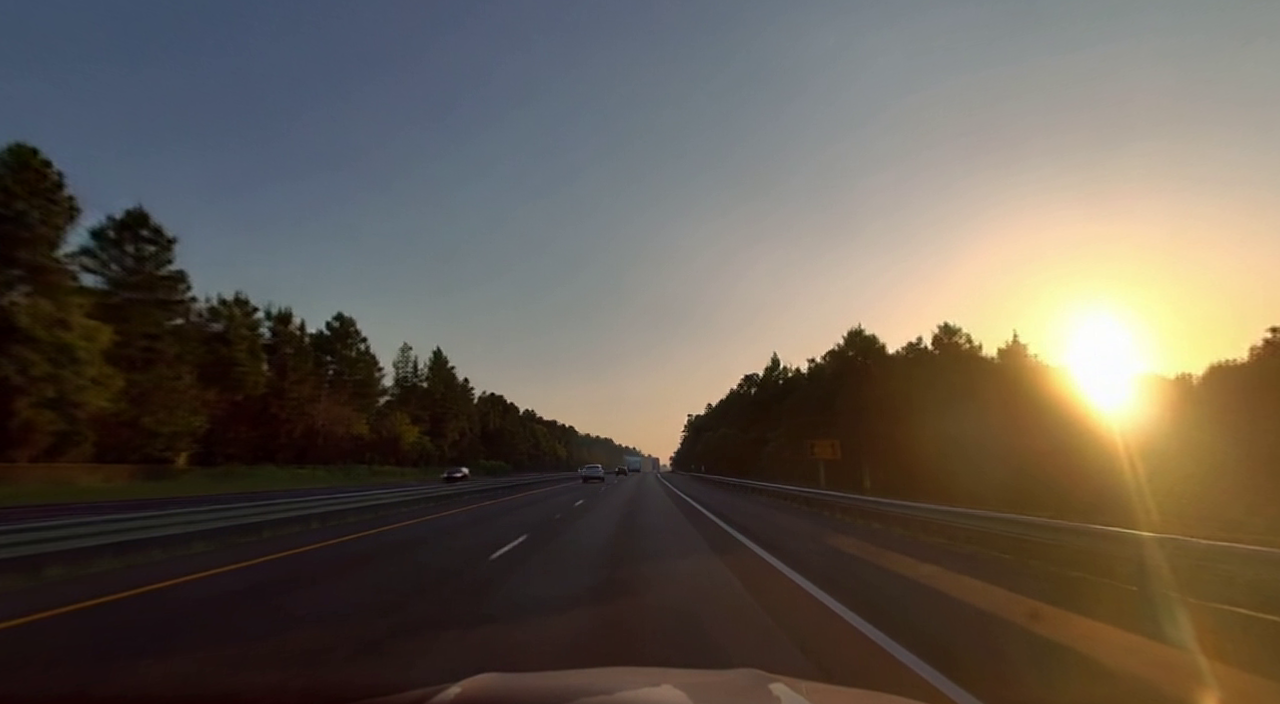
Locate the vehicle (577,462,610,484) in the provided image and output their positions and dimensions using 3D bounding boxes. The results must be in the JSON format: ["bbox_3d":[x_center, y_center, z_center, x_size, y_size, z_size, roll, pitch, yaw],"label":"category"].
[{"bbox_3d":[-3.556,9.424,49.223,2.180,1.618,4.219,1,-10,1],"label":"vehicle"}]
